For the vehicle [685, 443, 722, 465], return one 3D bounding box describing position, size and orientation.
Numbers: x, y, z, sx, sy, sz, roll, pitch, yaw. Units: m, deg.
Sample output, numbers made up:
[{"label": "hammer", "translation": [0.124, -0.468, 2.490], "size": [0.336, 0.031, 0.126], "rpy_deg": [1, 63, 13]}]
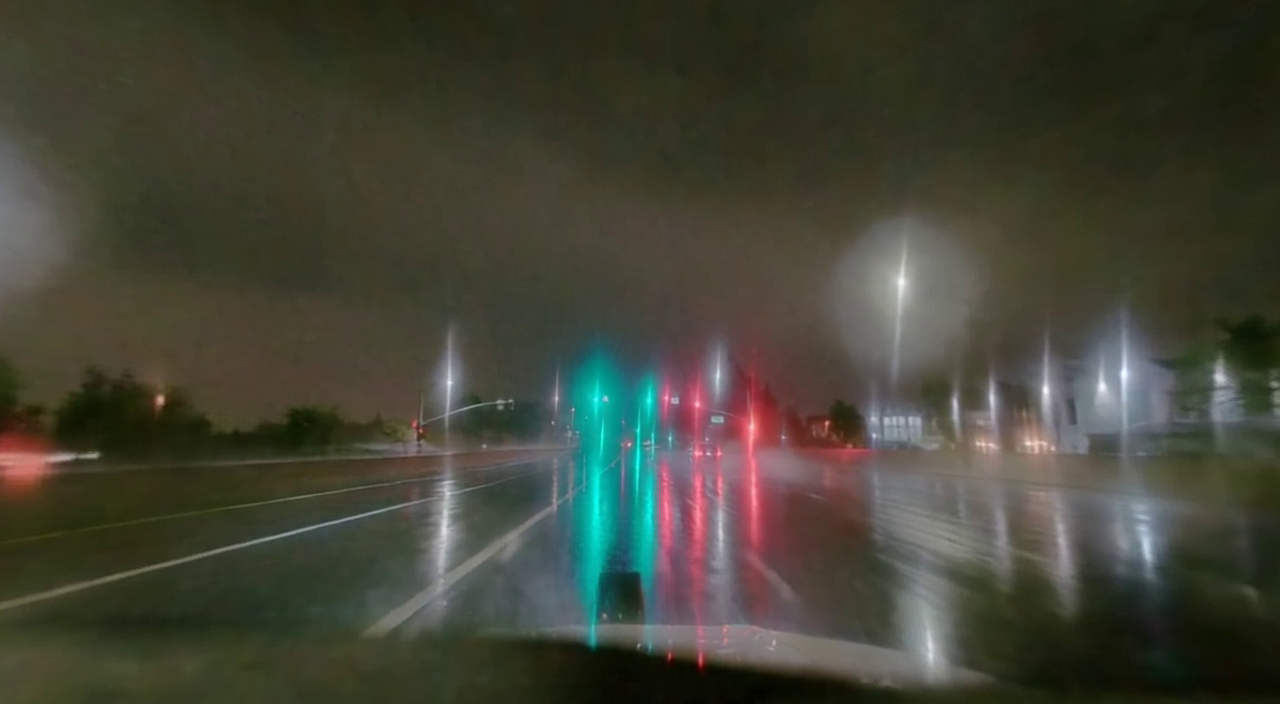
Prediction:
[{"label": "vehicle", "translation": [4.506, 7.329, 45.475], "size": [2.187, 1.475, 4.529], "rpy_deg": [0, -9, 0]}]
